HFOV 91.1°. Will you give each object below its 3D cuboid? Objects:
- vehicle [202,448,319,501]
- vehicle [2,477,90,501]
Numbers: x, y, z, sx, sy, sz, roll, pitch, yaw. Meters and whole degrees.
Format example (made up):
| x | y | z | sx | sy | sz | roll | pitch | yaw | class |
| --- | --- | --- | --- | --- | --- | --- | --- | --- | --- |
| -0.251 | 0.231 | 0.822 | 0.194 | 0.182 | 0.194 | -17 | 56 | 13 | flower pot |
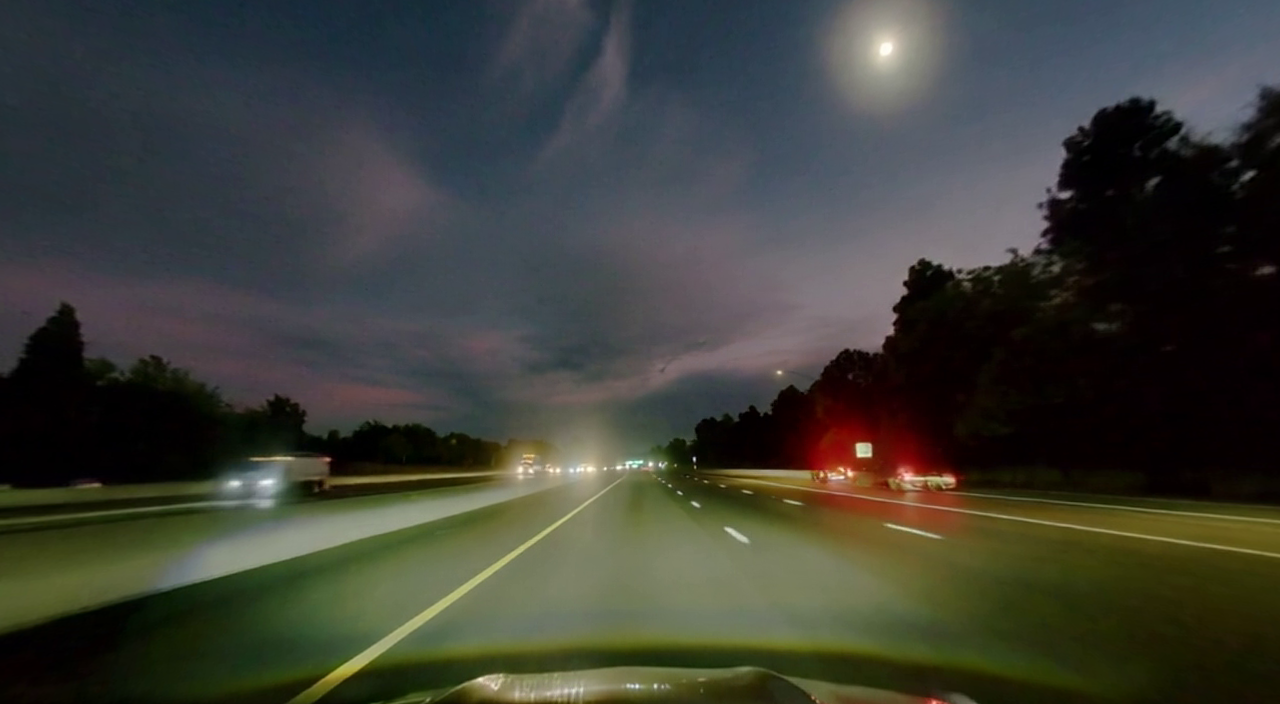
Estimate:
| x | y | z | sx | sy | sz | roll | pitch | yaw | class |
| --- | --- | --- | --- | --- | --- | --- | --- | --- | --- |
| -20.614 | 6.706 | 34.581 | 2.548 | 2.580 | 6.084 | 1 | -10 | 0 | vehicle |
| -40.755 | 9.388 | 43.235 | 1.813 | 1.484 | 4.336 | 1 | -10 | 0 | vehicle |
